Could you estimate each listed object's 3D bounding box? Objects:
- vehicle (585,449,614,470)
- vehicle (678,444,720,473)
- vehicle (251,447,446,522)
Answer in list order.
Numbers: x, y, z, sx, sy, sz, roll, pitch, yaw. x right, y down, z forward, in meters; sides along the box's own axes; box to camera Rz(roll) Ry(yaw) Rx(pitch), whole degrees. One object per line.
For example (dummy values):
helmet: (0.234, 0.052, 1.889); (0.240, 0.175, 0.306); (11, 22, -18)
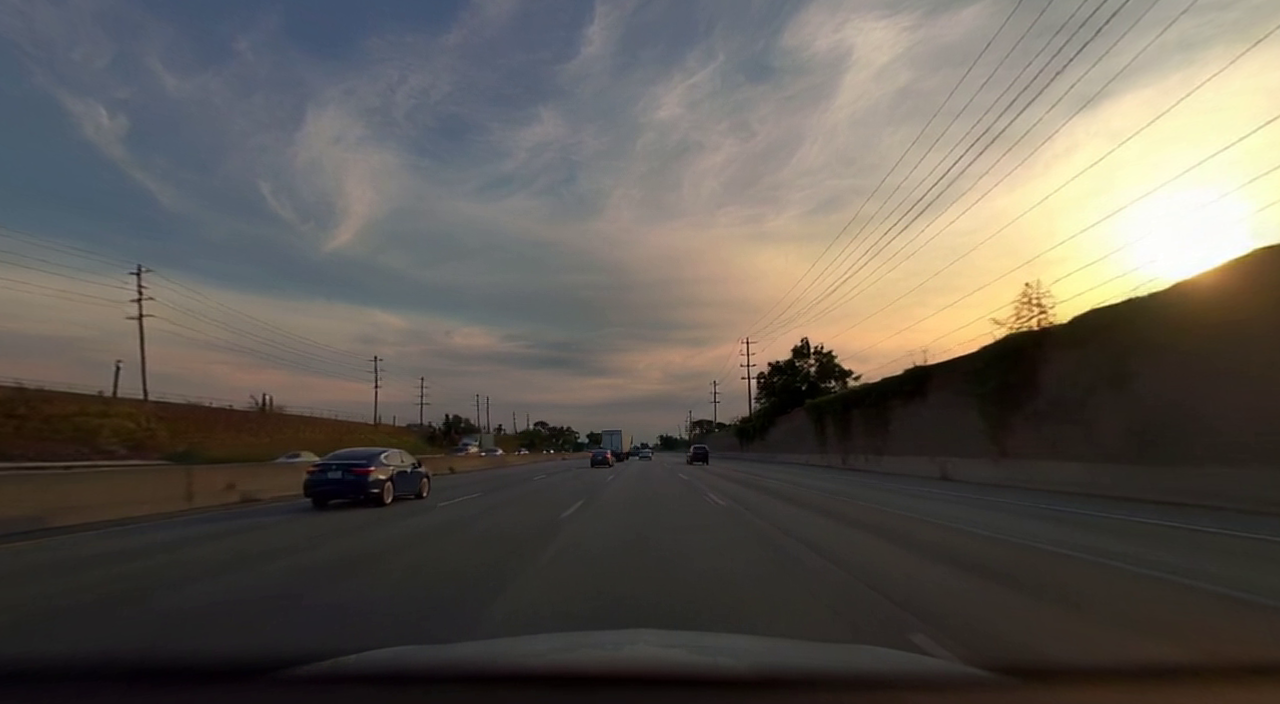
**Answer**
vehicle: (-3.084, 8.262, 48.577); (2.004, 1.498, 4.043); (0, -9, 0)
vehicle: (3.859, 7.048, 41.816); (2.214, 1.799, 4.627); (0, -9, -1)
vehicle: (-6.476, 2.984, 14.844); (2.127, 1.446, 5.008); (0, -9, 1)
